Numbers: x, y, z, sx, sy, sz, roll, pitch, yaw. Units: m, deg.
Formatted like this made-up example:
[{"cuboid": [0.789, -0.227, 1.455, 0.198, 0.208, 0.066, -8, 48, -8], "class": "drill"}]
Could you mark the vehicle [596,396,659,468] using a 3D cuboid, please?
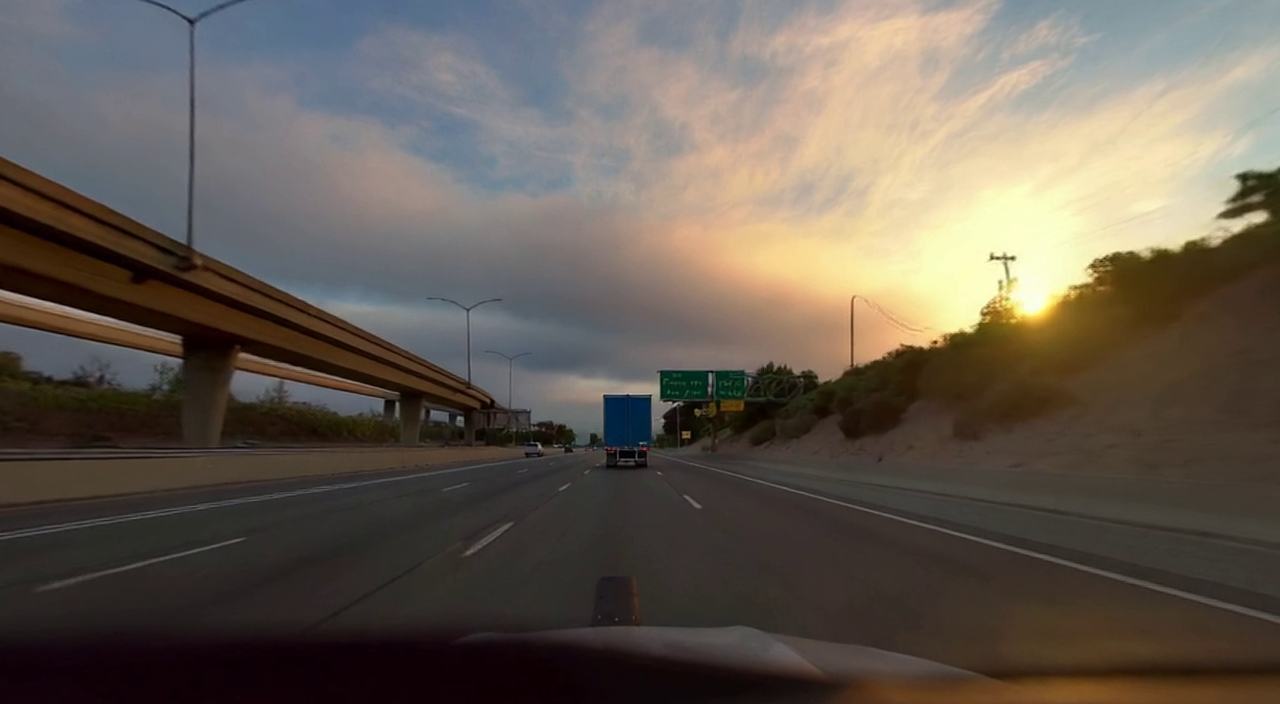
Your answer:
[{"cuboid": [-0.621, 5.082, 39.040, 3.233, 3.678, 11.032, 2, -9, 0], "class": "vehicle"}]

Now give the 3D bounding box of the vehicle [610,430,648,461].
[{"cuboid": [-0.638, 5.346, 36.193, 2.052, 1.666, 4.358, 1, -8, -1], "class": "vehicle"}]
